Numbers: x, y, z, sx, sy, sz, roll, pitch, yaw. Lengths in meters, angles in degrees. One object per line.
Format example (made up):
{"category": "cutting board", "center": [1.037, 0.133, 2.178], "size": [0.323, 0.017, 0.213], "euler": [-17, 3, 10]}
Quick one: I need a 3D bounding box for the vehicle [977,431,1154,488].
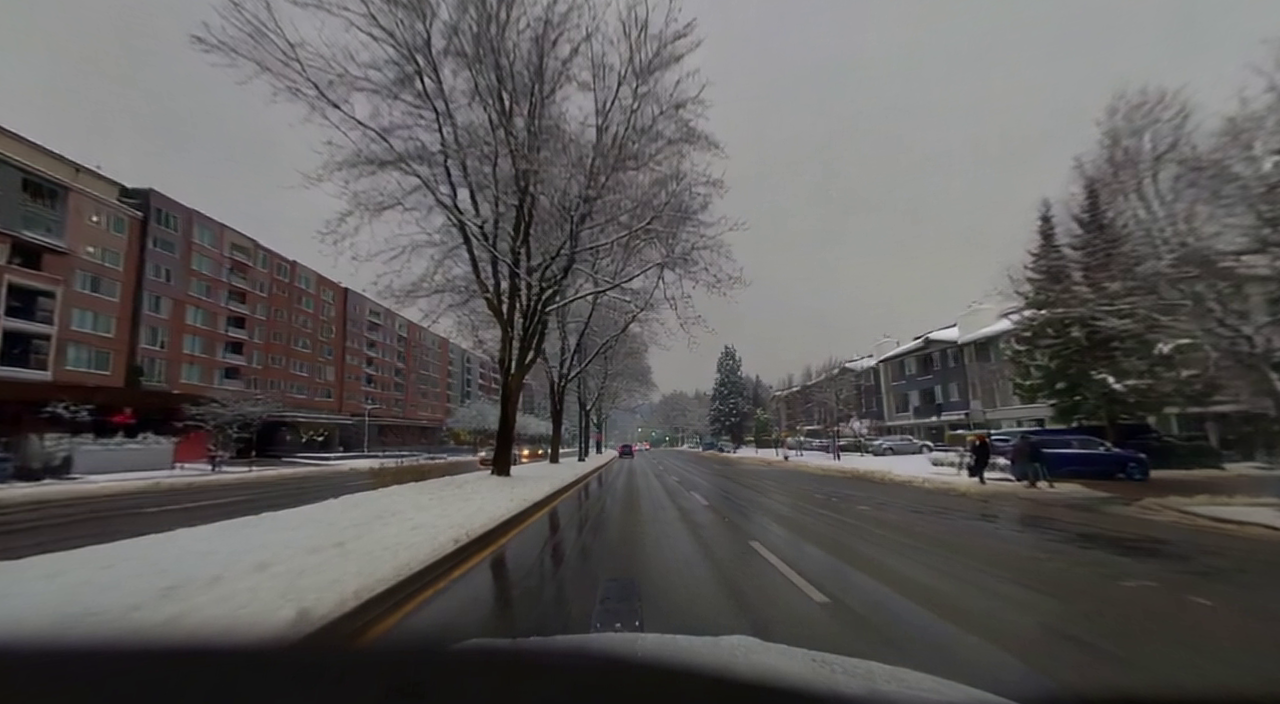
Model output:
{"category": "vehicle", "center": [14.924, 3.759, 22.330], "size": [4.761, 1.832, 2.201], "euler": [1, -9, -7]}

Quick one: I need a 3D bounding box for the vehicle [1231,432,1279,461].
{"category": "vehicle", "center": [36.565, 5.502, 36.756], "size": [4.821, 1.585, 2.122], "euler": [6, -10, -36]}
